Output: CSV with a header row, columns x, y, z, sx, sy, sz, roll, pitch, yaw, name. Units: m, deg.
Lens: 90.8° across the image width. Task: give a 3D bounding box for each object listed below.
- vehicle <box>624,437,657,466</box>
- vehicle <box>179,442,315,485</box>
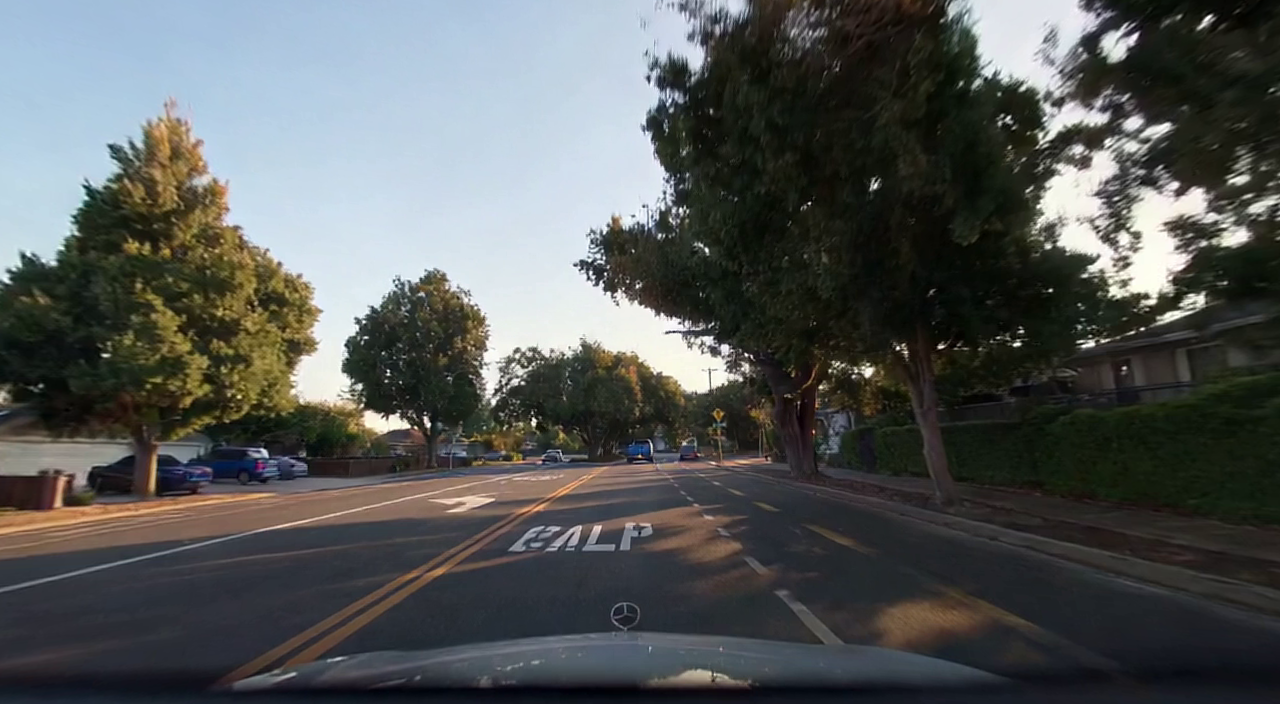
x,y,z,sx,sy,sz,roll,pitch,yaw,name
0.110,7.125,45.415,2.153,1.942,4.767,-1,-9,2,vehicle
-19.181,5.457,31.036,5.209,1.967,2.153,0,-8,-1,vehicle
